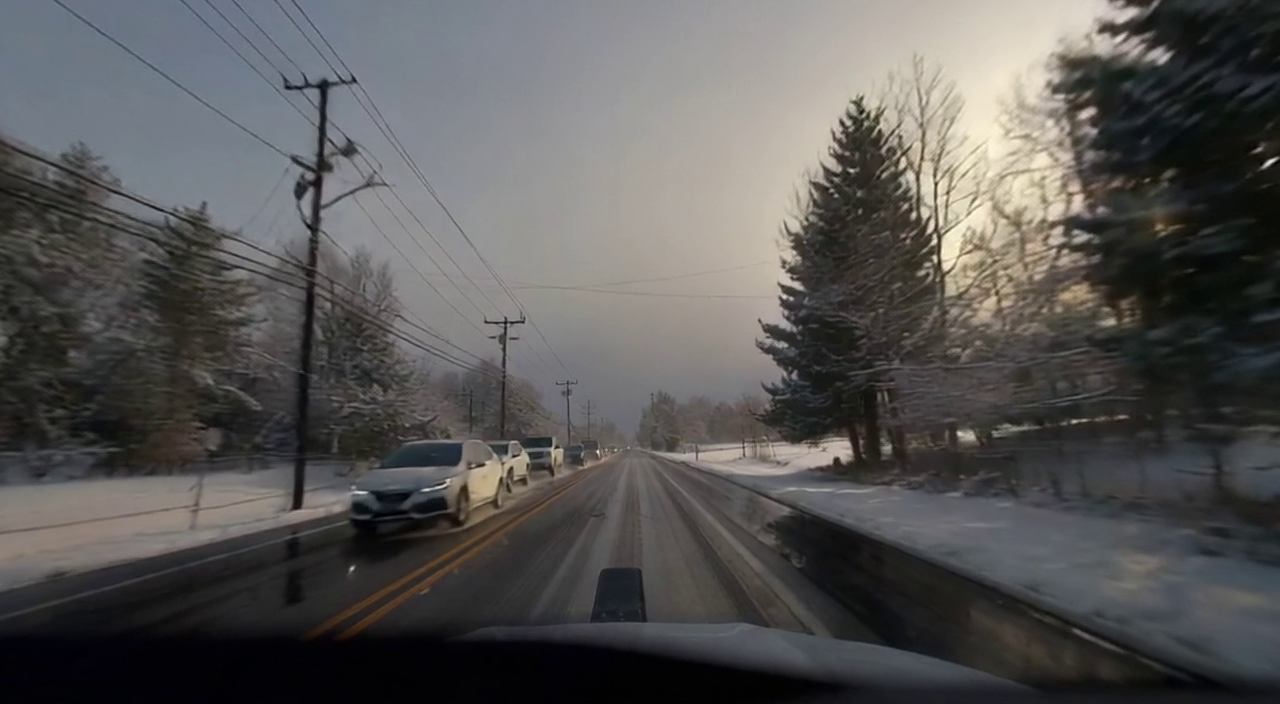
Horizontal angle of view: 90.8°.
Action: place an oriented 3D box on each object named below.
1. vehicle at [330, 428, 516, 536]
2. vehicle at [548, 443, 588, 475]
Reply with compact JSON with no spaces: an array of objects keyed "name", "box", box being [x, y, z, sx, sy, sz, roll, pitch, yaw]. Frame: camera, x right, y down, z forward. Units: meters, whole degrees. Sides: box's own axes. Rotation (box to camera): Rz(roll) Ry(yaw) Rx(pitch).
[{"name":"vehicle","box":[-4.041,2.456,12.785,2.238,1.674,4.657,-2,-8,-2]},{"name":"vehicle","box":[-4.337,6.478,38.678,2.070,1.665,4.554,-3,-7,-3]}]
